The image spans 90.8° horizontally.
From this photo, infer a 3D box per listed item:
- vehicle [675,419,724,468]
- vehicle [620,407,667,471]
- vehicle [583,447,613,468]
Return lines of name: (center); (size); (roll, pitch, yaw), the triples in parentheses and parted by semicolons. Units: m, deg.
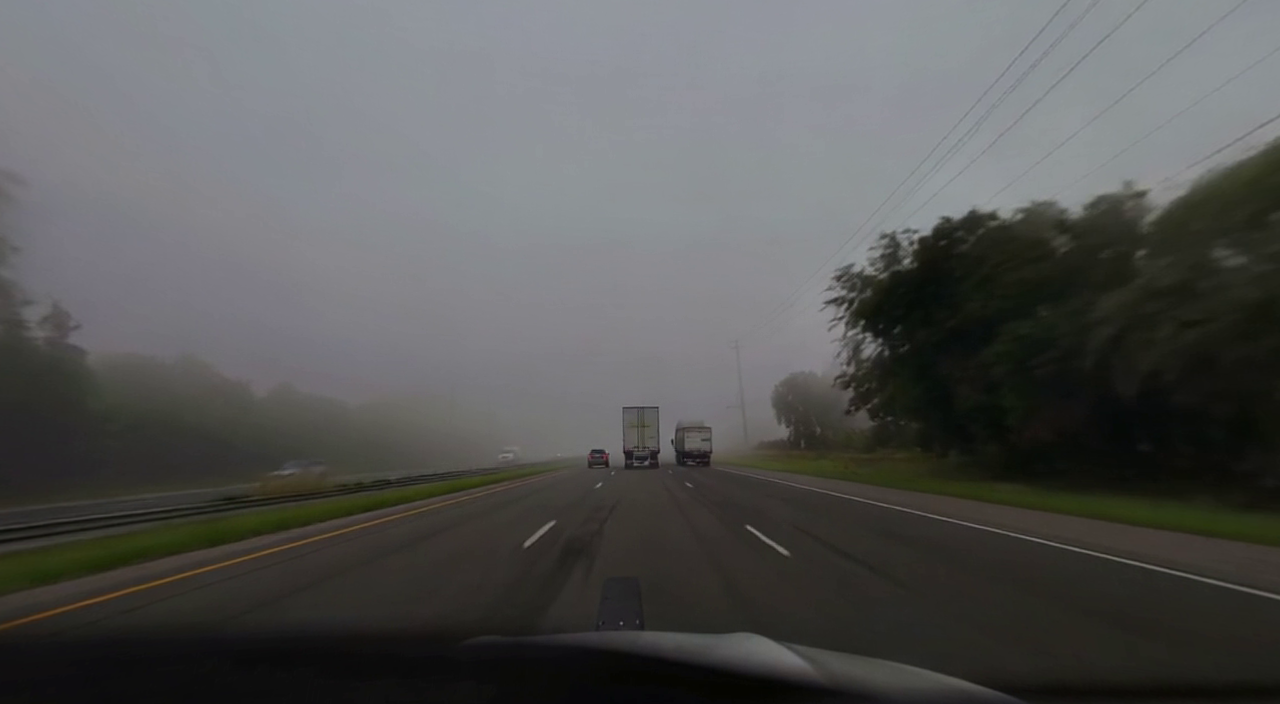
vehicle: (4.387, 7.115, 48.510); (2.938, 3.378, 8.820); (0, -9, 0)
vehicle: (0.165, 6.644, 47.119); (2.997, 4.076, 13.224); (0, -9, -1)
vehicle: (-3.217, 8.196, 49.099); (2.024, 1.582, 4.032); (0, -9, 1)
